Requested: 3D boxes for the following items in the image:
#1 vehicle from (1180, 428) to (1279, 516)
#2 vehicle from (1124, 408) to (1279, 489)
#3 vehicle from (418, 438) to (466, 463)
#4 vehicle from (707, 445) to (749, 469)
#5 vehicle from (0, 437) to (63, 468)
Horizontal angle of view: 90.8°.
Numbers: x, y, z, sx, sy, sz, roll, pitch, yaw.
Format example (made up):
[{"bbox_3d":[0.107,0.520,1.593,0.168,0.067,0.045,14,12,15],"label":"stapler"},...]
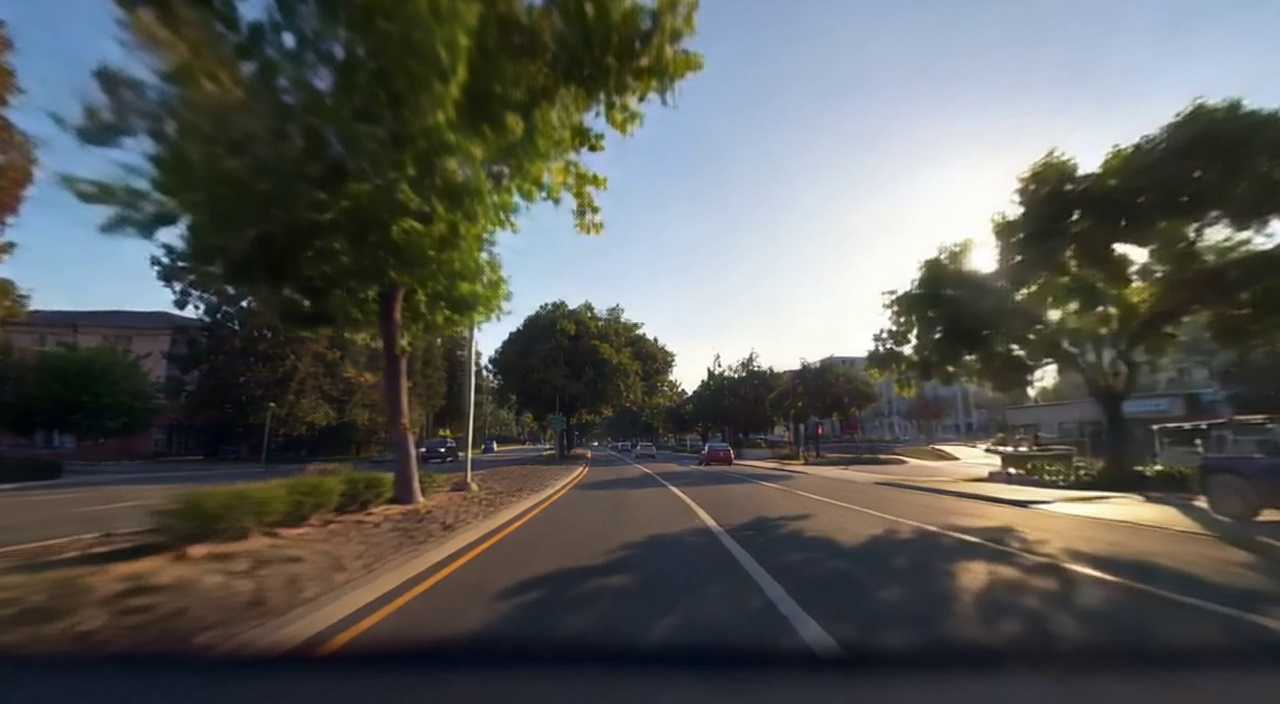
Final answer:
[{"bbox_3d":[16.011,3.004,16.341,5.251,1.946,2.114,7,-11,-40],"label":"vehicle"},{"bbox_3d":[21.588,3.422,22.585,6.254,2.698,2.433,-5,-10,27],"label":"vehicle"},{"bbox_3d":[-14.933,7.482,47.952,2.058,1.770,5.291,0,-8,-1],"label":"vehicle"},{"bbox_3d":[5.670,6.813,41.230,1.876,1.474,4.126,1,-8,-5],"label":"vehicle"},{"bbox_3d":[-31.066,4.907,31.033,3.606,1.434,1.790,1,-8,0],"label":"vehicle"}]
